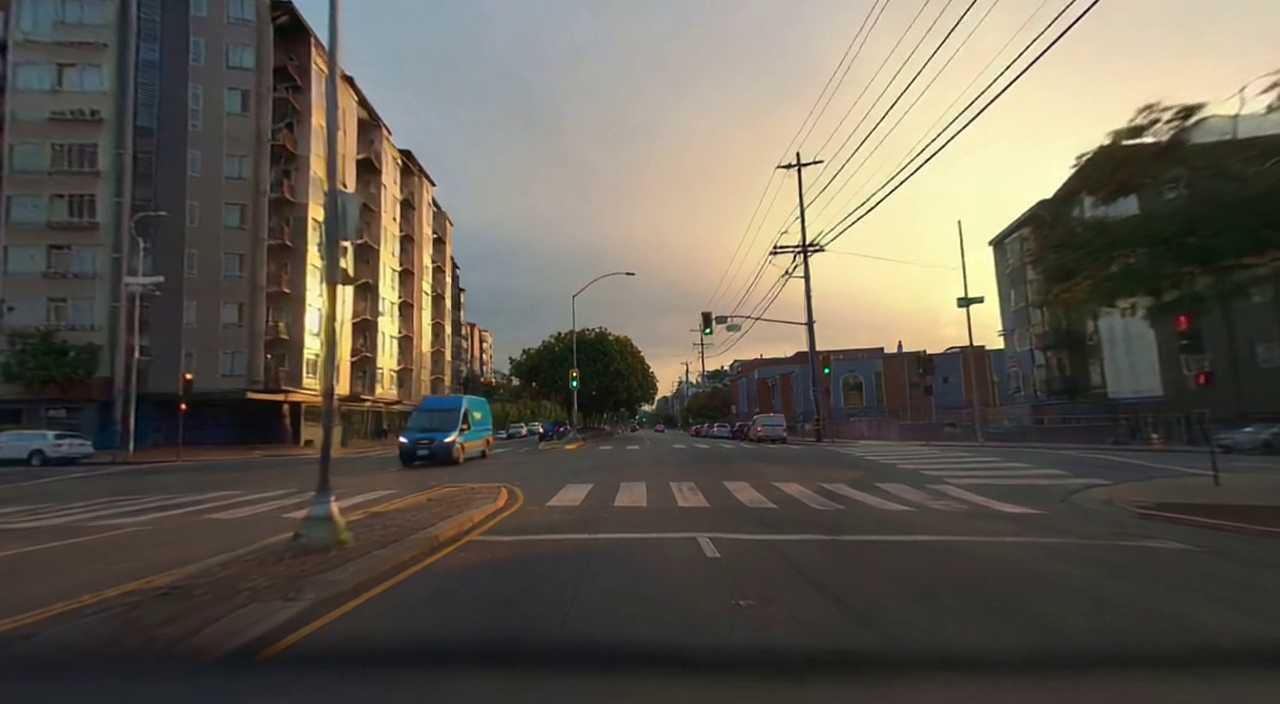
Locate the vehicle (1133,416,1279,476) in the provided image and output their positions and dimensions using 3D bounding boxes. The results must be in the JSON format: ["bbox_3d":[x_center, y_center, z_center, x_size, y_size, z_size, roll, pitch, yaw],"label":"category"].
[{"bbox_3d":[16.364,2.519,17.225,4.210,1.449,1.974,0,-4,0],"label":"vehicle"}]

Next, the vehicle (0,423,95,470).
[{"bbox_3d":[-26.225,4.030,26.806,4.462,1.732,2.011,-3,-4,0],"label":"vehicle"}]

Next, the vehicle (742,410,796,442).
[{"bbox_3d":[7.240,4.267,35.875,1.996,1.704,4.490,0,-8,-2],"label":"vehicle"}]

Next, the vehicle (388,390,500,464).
[{"bbox_3d":[-7.187,2.806,23.963,2.515,2.476,5.364,0,-6,0],"label":"vehicle"}]
